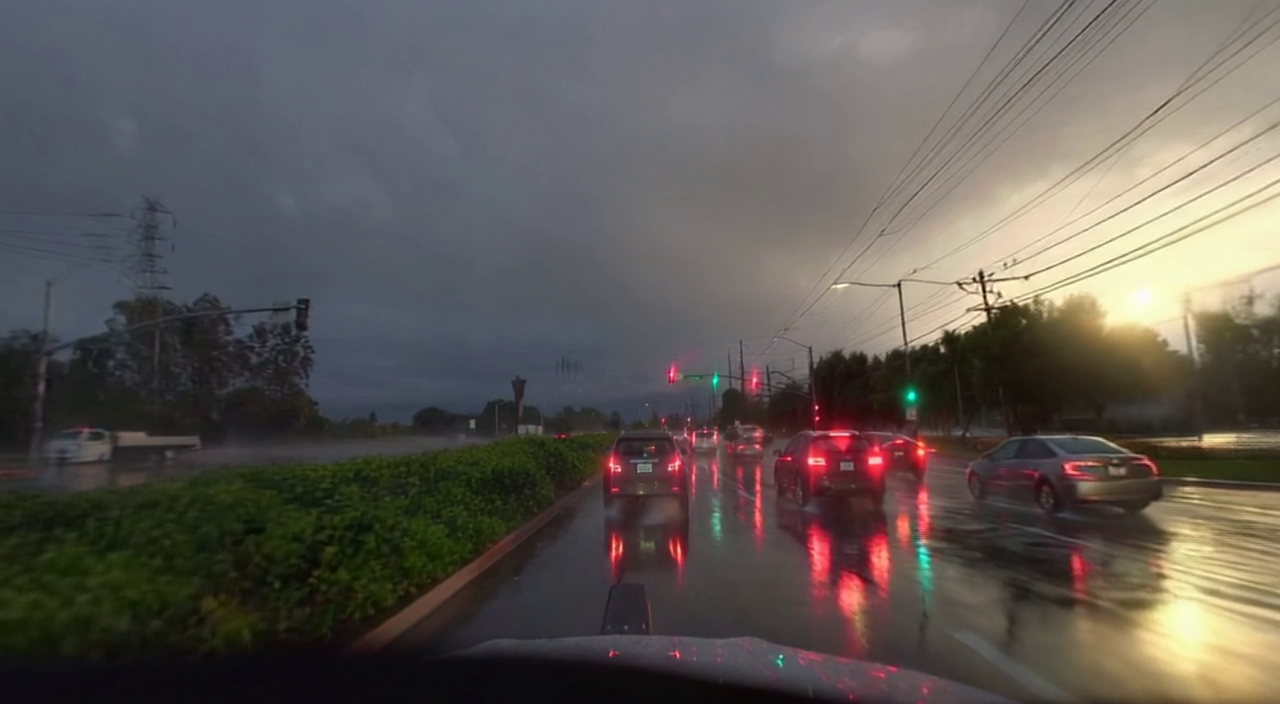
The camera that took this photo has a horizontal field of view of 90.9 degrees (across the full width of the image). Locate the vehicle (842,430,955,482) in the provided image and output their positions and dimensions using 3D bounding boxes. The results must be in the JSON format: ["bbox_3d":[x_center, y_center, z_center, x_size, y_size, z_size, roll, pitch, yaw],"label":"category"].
[{"bbox_3d":[8.608,3.509,21.516,1.966,1.536,4.666,0,-8,1],"label":"vehicle"}]

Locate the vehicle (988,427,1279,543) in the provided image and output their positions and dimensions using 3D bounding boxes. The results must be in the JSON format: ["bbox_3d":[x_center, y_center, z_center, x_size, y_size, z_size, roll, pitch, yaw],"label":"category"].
[{"bbox_3d":[7.945,2.063,10.460,1.905,1.483,4.469,-1,-8,2],"label":"vehicle"}]

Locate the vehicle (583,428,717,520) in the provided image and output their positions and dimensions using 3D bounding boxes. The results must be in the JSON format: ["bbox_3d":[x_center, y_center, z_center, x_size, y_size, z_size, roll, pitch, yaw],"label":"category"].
[{"bbox_3d":[0.184,2.351,12.703,2.208,1.498,4.401,0,-8,1],"label":"vehicle"}]

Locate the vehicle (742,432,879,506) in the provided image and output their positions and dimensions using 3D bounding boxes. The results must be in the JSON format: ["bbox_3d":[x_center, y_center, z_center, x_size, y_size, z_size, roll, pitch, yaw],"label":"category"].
[{"bbox_3d":[3.804,2.697,14.985,2.028,1.454,4.531,0,-8,1],"label":"vehicle"}]
